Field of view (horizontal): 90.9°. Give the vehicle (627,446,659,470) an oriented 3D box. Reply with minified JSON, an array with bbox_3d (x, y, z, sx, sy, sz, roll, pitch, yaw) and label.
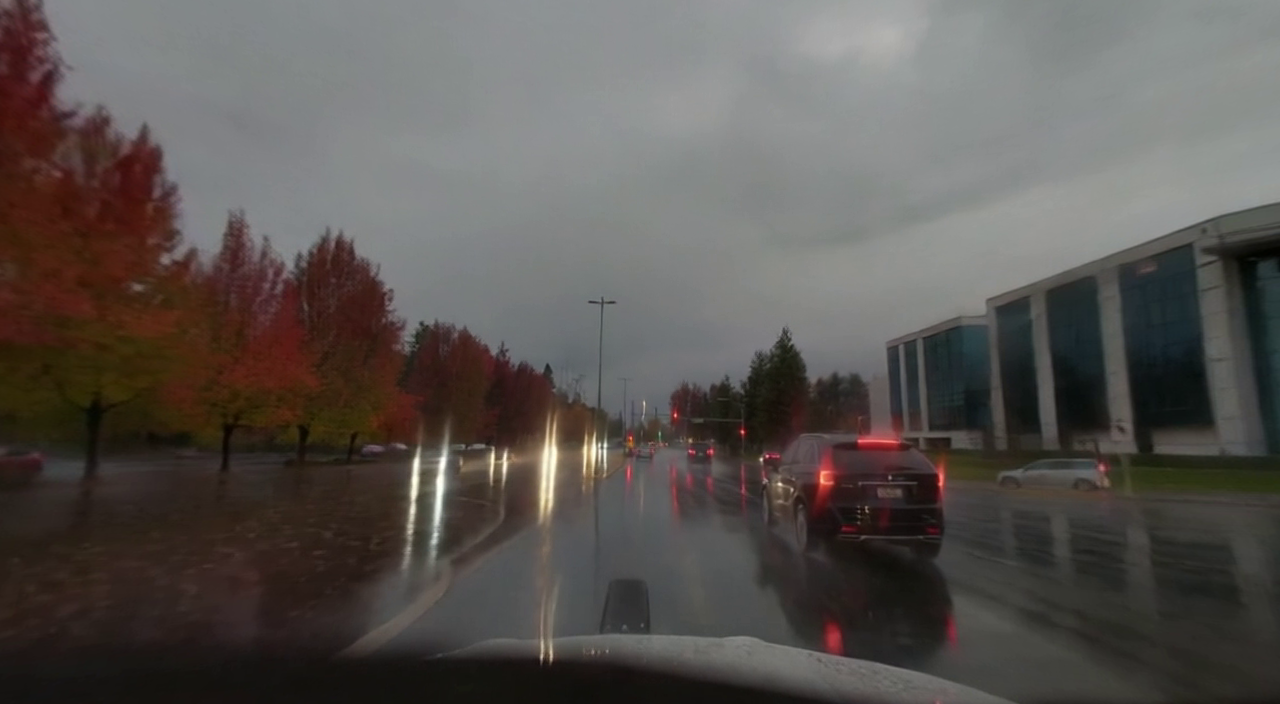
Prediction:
[{"bbox_3d":[0.182,6.878,41.232,1.991,1.477,3.814,0,-8,0],"label":"vehicle"}]

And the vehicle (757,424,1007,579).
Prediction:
[{"bbox_3d":[2.975,1.902,8.799,1.901,1.634,3.896,1,-8,0],"label":"vehicle"}]

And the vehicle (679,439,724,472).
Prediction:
[{"bbox_3d":[3.651,6.240,38.111,2.154,1.844,4.634,0,-8,-1],"label":"vehicle"}]

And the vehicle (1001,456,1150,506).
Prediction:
[{"bbox_3d":[16.413,4.841,24.040,4.398,1.634,2.031,-5,-10,31],"label":"vehicle"}]

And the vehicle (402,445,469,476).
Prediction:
[{"bbox_3d":[-10.863,5.771,33.821,1.969,1.488,4.612,0,-9,1],"label":"vehicle"}]
